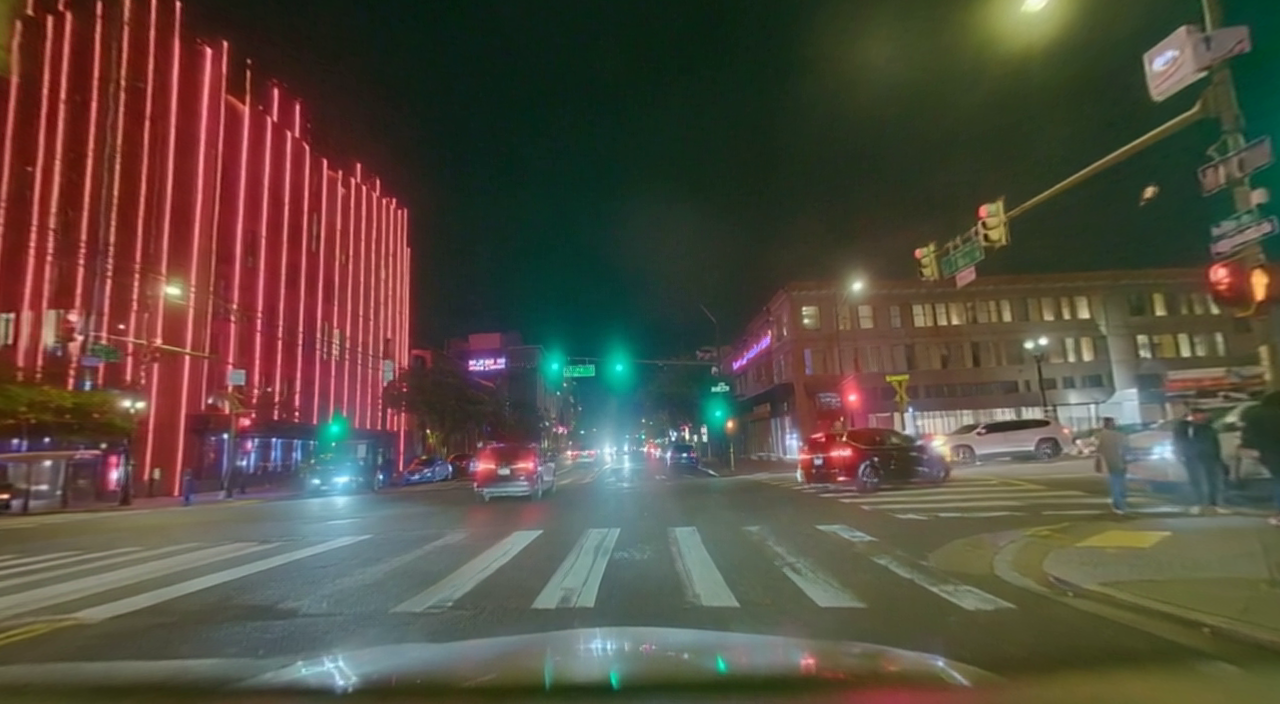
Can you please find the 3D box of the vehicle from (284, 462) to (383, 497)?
[{"bbox_3d":[-15.257,6.352,31.687,1.999,1.466,4.535,-2,-9,14],"label":"vehicle"}]

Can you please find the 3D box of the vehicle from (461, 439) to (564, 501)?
[{"bbox_3d":[-3.376,3.192,17.420,1.973,1.496,3.713,0,-8,2],"label":"vehicle"}]

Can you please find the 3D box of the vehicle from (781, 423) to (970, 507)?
[{"bbox_3d":[5.206,2.353,13.599,2.153,1.480,4.540,-8,-11,43],"label":"vehicle"}]

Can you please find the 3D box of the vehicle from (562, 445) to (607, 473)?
[{"bbox_3d":[-3.037,5.958,35.371,1.916,1.487,4.535,0,-8,2],"label":"vehicle"}]

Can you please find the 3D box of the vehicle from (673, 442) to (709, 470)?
[{"bbox_3d":[3.336,6.925,42.121,1.924,1.765,3.954,0,-8,-2],"label":"vehicle"}]

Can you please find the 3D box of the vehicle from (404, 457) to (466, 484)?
[{"bbox_3d":[-12.349,7.154,38.312,1.934,1.434,4.636,-1,-8,4],"label":"vehicle"}]

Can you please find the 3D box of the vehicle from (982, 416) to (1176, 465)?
[{"bbox_3d":[13.997,2.859,20.335,4.801,1.497,1.895,0,-8,0],"label":"vehicle"}]

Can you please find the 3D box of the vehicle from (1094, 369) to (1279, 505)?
[{"bbox_3d":[11.957,1.537,11.465,5.523,2.219,2.251,0,-8,1],"label":"vehicle"}]
